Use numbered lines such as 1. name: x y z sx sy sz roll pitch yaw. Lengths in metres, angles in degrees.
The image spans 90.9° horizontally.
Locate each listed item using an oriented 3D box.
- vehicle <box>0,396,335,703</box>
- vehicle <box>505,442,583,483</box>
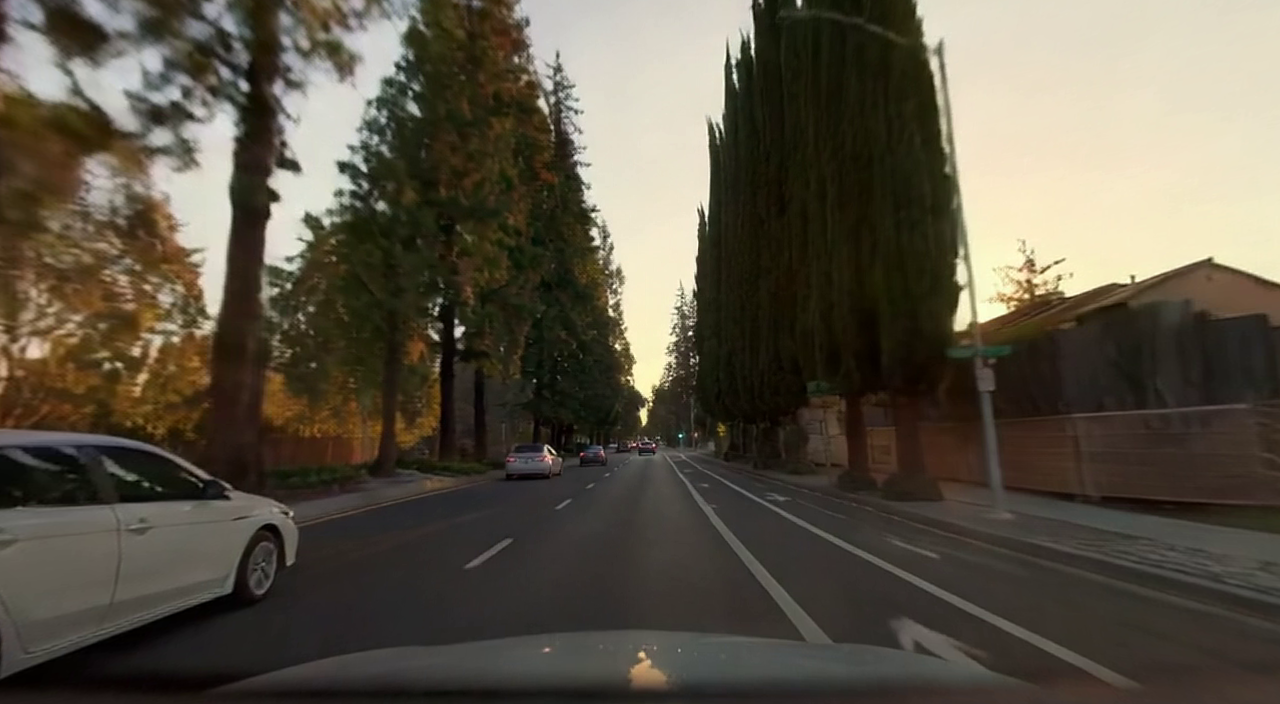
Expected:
1. vehicle: -4.104 1.084 3.594 2.190 1.545 4.943 0 -8 1
2. vehicle: -3.704 4.355 25.245 2.188 1.473 4.651 0 -8 2
